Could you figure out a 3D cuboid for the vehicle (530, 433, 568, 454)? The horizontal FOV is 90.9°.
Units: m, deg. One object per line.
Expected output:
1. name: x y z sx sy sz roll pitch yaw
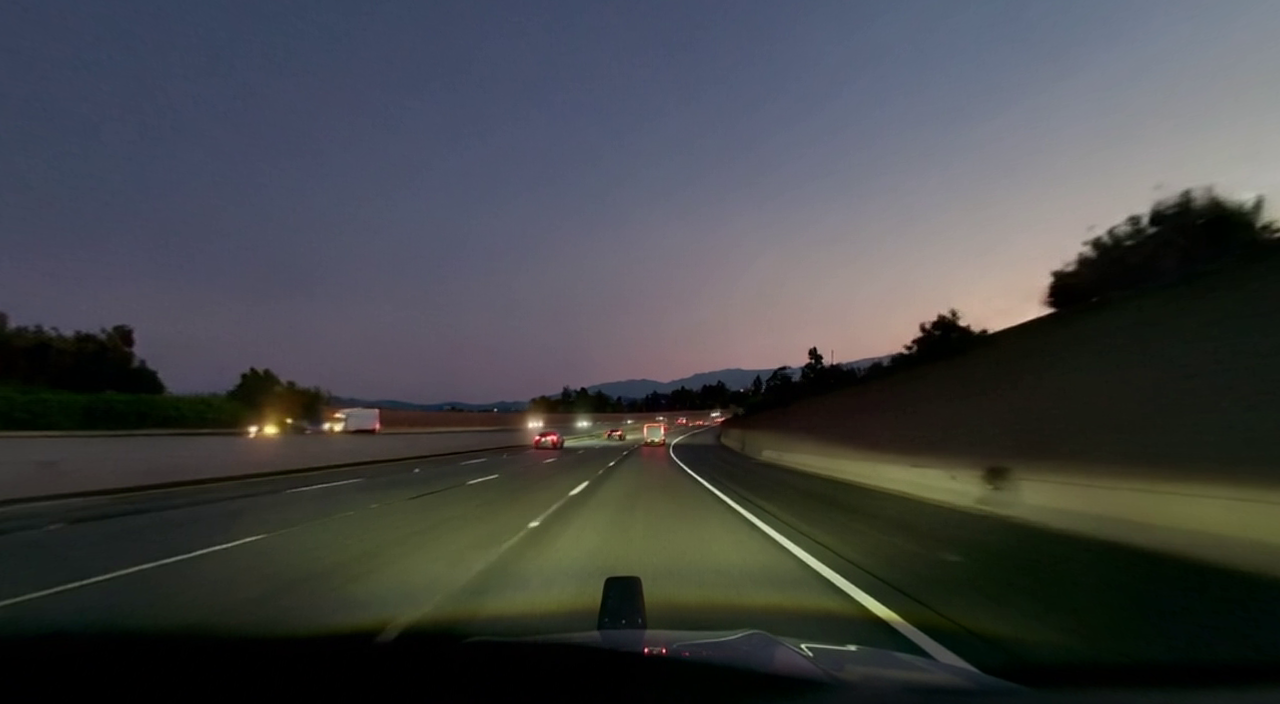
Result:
1. vehicle: -6.581 6.687 46.105 1.966 1.488 4.243 0 -8 3
